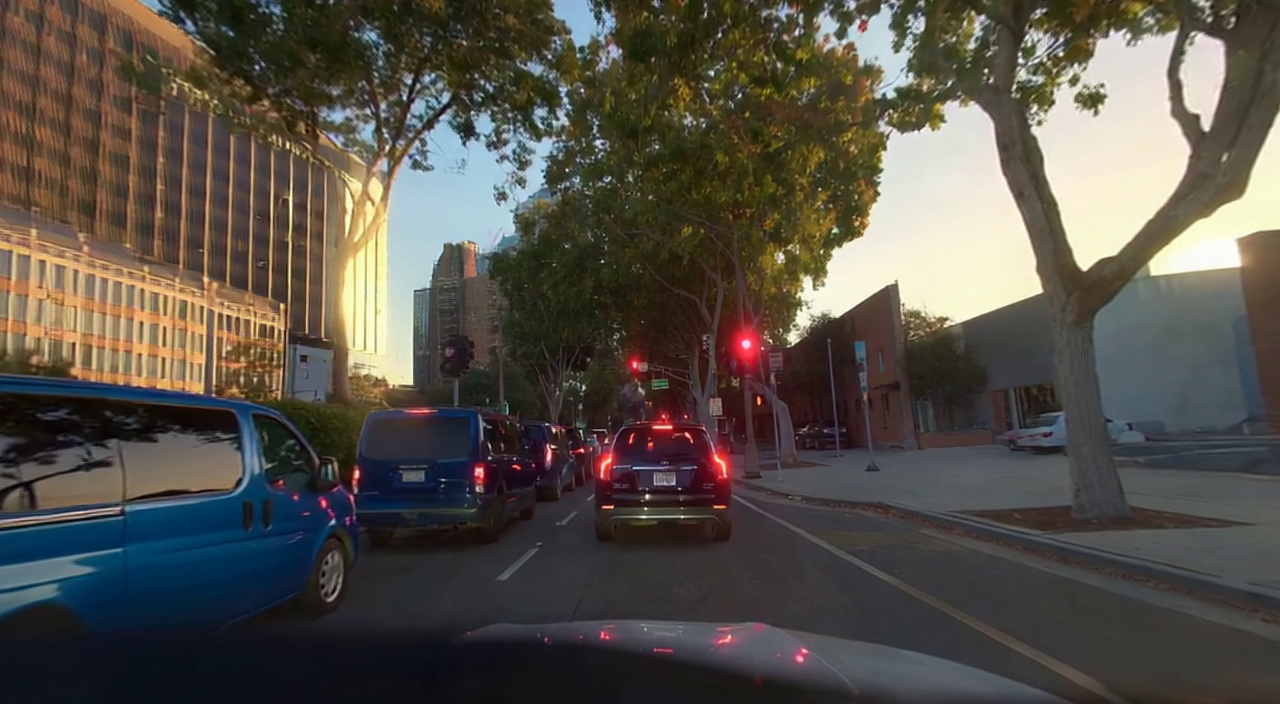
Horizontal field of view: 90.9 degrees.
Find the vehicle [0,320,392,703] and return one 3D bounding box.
[{"bbox_3d":[-3.173,0.973,3.590,1.940,1.722,3.823,0,-8,0],"label":"vehicle"}]

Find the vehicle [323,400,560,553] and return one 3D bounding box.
[{"bbox_3d":[-2.642,1.811,9.806,2.124,1.799,4.587,0,-8,1],"label":"vehicle"}]

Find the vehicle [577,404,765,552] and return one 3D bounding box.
[{"bbox_3d":[0.370,1.770,9.439,2.205,1.727,3.917,0,-8,0],"label":"vehicle"}]
